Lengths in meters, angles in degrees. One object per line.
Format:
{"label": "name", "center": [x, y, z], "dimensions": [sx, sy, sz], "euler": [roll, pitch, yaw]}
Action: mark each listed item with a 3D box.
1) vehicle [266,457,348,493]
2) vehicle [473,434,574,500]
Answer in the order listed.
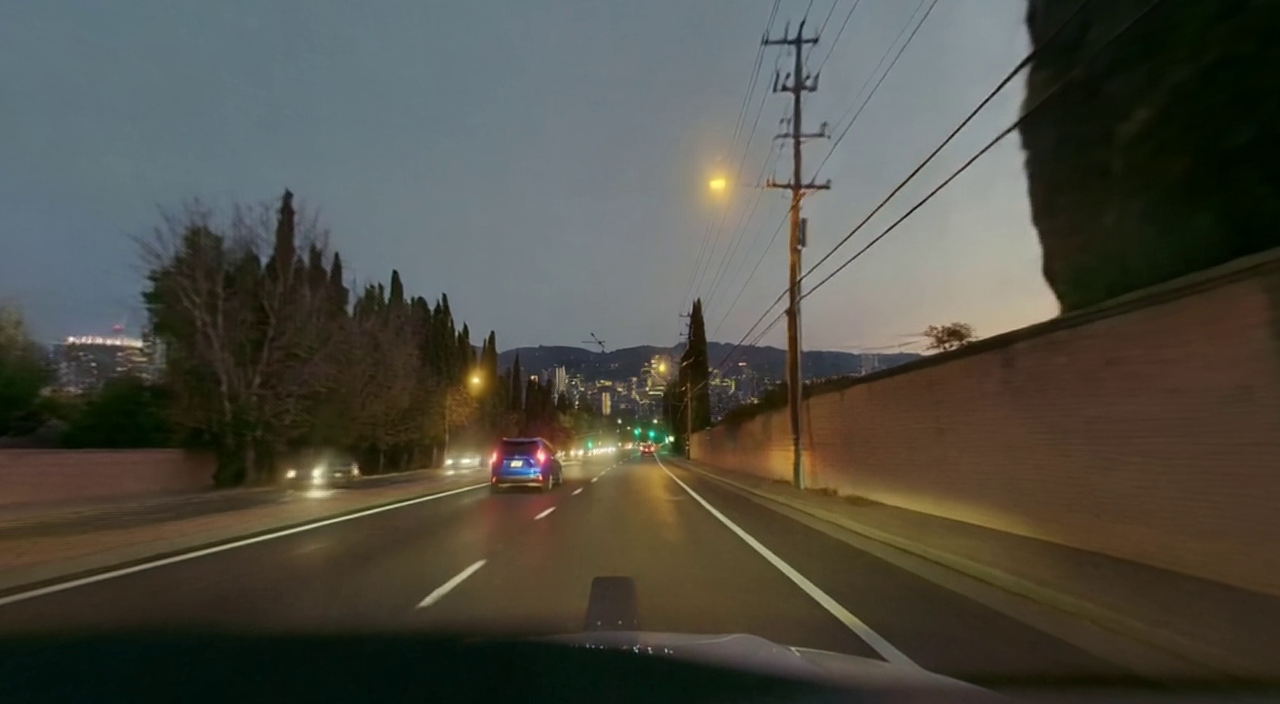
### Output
{"label": "vehicle", "center": [-16.041, 5.913, 30.548], "dimensions": [1.766, 1.554, 3.887], "euler": [0, -9, 1]}
{"label": "vehicle", "center": [-3.373, 3.424, 19.173], "dimensions": [2.147, 1.730, 4.555], "euler": [0, -9, 1]}
